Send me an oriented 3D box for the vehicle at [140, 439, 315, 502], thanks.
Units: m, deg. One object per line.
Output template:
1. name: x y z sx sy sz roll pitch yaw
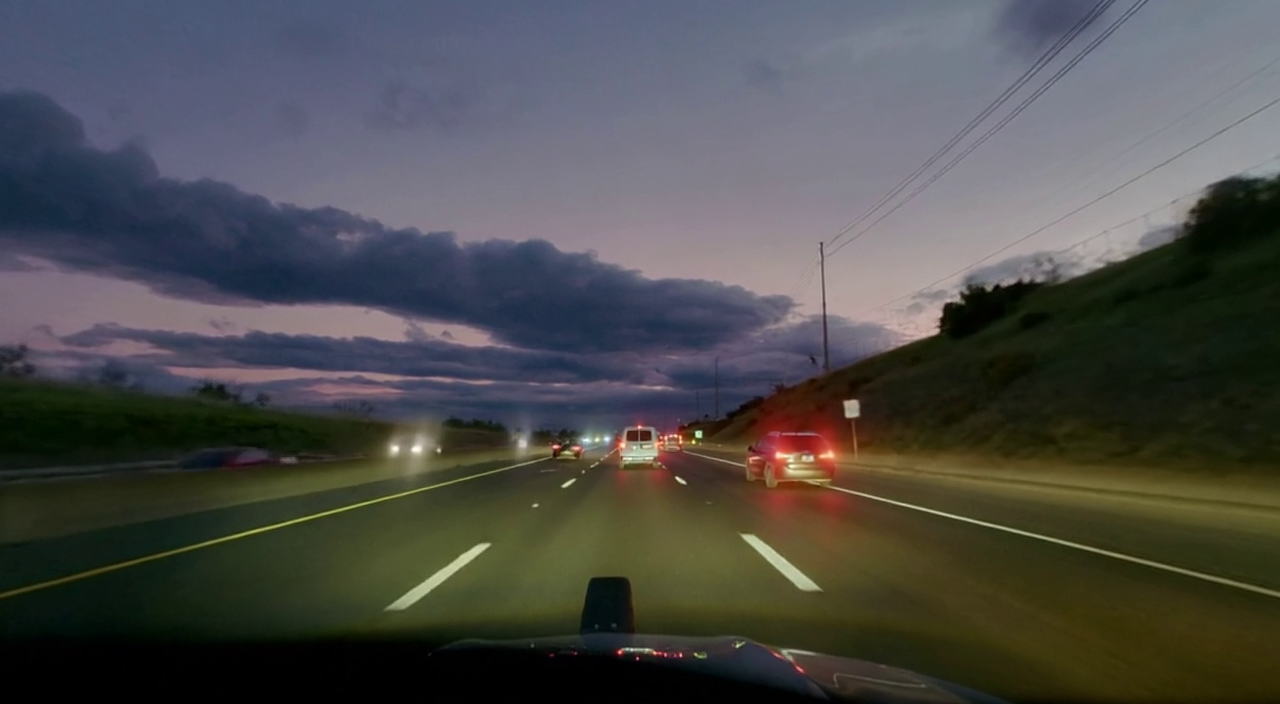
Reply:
1. vehicle: -11.422 3.258 17.924 2.060 1.512 4.395 0 -7 -1

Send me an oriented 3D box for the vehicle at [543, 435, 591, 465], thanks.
1. vehicle: -3.862 5.253 34.140 2.093 1.517 4.648 0 -7 -1

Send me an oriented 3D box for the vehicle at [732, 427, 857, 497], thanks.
1. vehicle: 3.845 2.787 16.640 1.923 1.562 4.691 0 -7 -2

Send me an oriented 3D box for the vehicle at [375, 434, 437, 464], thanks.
1. vehicle: -15.925 6.613 43.316 2.338 1.946 5.183 0 -7 -1

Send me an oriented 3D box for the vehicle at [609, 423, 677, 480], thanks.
1. vehicle: 0.044 3.467 22.363 2.159 1.811 4.238 0 -7 -1
